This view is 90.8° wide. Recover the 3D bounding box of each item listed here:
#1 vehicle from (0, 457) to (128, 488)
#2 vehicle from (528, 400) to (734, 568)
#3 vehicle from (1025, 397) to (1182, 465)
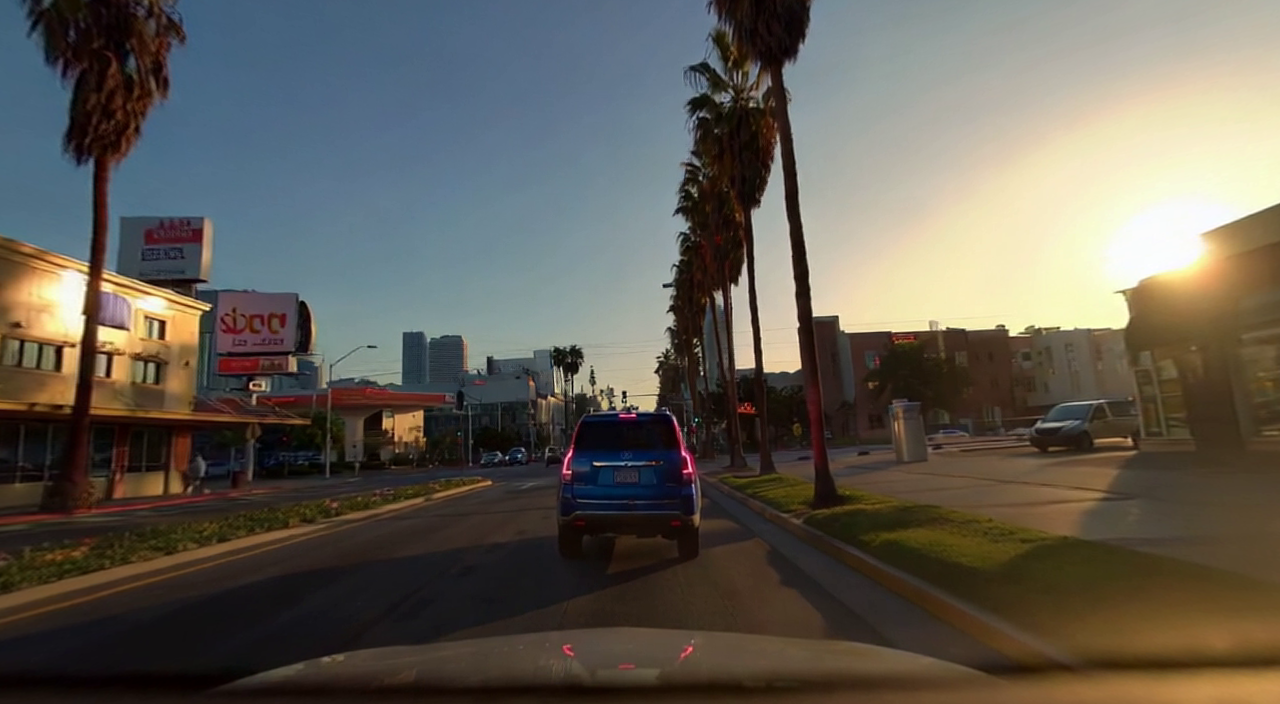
[{"bbox_3d":[-28.373,5.812,30.578,5.154,1.343,1.943,4,-10,-25],"label":"vehicle"},{"bbox_3d":[-0.140,1.732,8.910,2.234,1.818,3.869,0,-9,-1],"label":"vehicle"},{"bbox_3d":[16.085,2.800,21.827,6.060,2.047,2.490,6,-11,-36],"label":"vehicle"}]
